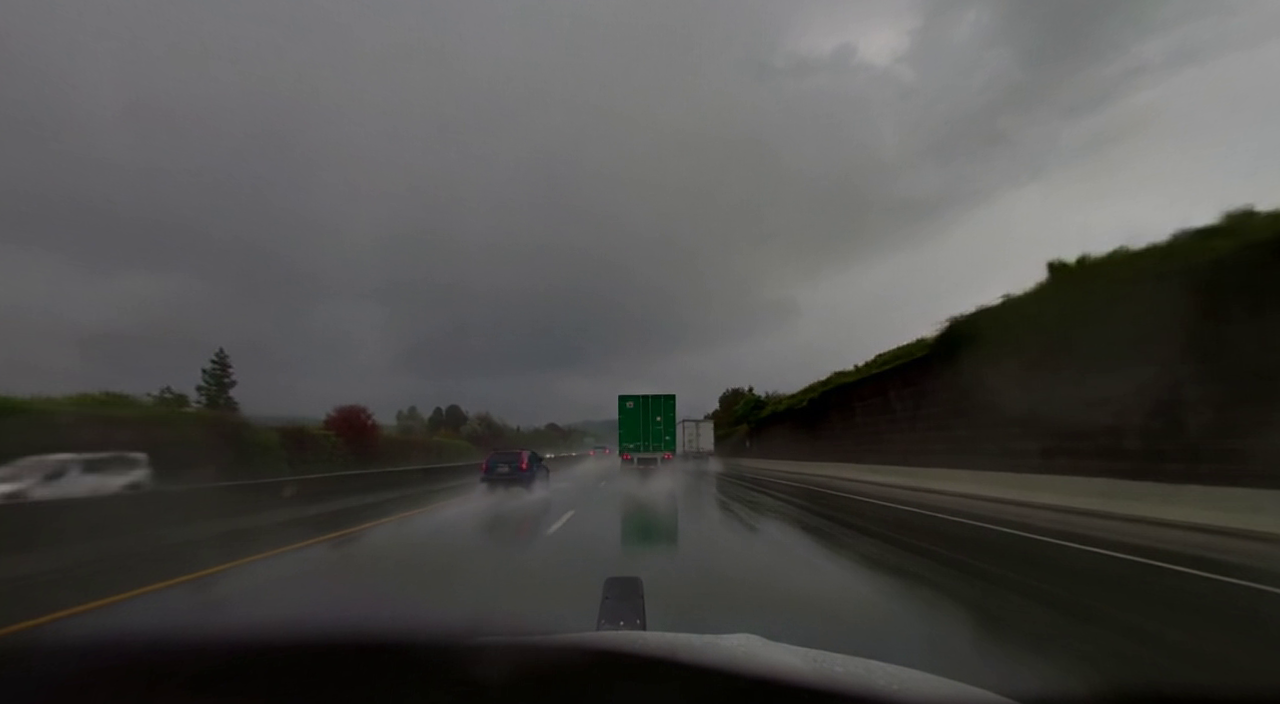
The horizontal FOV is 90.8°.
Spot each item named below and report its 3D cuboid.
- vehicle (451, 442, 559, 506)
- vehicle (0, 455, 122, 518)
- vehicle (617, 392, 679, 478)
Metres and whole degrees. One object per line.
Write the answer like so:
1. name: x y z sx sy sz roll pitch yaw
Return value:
1. vehicle: -3.541 3.288 17.397 2.050 1.517 3.996 0 -9 1
2. vehicle: -18.461 3.907 18.621 2.015 1.655 5.025 0 -9 0
3. vehicle: 0.349 4.804 35.648 2.932 4.042 11.054 0 -9 0
